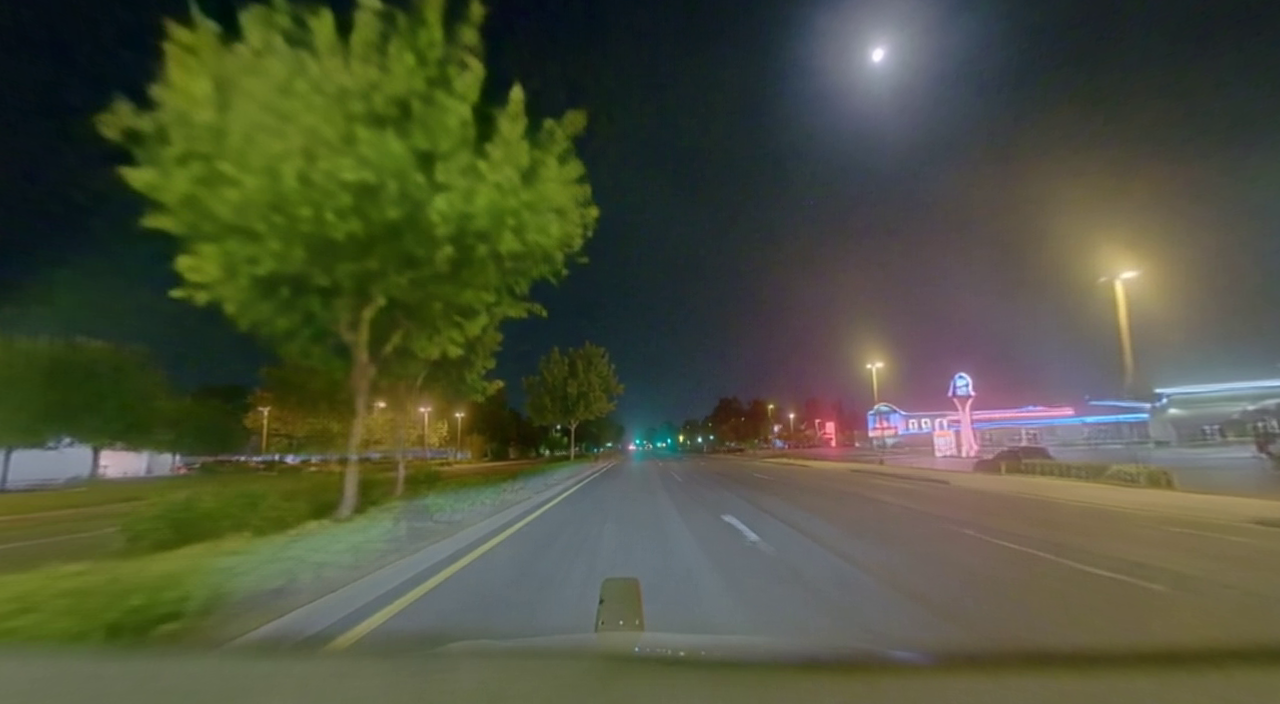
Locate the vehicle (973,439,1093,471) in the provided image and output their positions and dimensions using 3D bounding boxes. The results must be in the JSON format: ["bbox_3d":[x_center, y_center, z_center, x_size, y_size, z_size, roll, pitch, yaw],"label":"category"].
[{"bbox_3d":[20.302,5.338,32.834,4.762,1.550,2.089,-1,-9,3],"label":"vehicle"}]

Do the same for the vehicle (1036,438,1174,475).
[{"bbox_3d":[20.177,4.565,27.580,4.333,1.507,2.101,0,-9,0],"label":"vehicle"}]

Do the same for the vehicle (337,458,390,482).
[{"bbox_3d":[-19.474,8.336,44.753,1.889,1.497,4.478,-3,-9,-2],"label":"vehicle"}]

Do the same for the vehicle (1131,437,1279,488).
[{"bbox_3d":[19.935,3.888,22.187,3.717,1.364,1.861,-5,-11,-1],"label":"vehicle"}]
